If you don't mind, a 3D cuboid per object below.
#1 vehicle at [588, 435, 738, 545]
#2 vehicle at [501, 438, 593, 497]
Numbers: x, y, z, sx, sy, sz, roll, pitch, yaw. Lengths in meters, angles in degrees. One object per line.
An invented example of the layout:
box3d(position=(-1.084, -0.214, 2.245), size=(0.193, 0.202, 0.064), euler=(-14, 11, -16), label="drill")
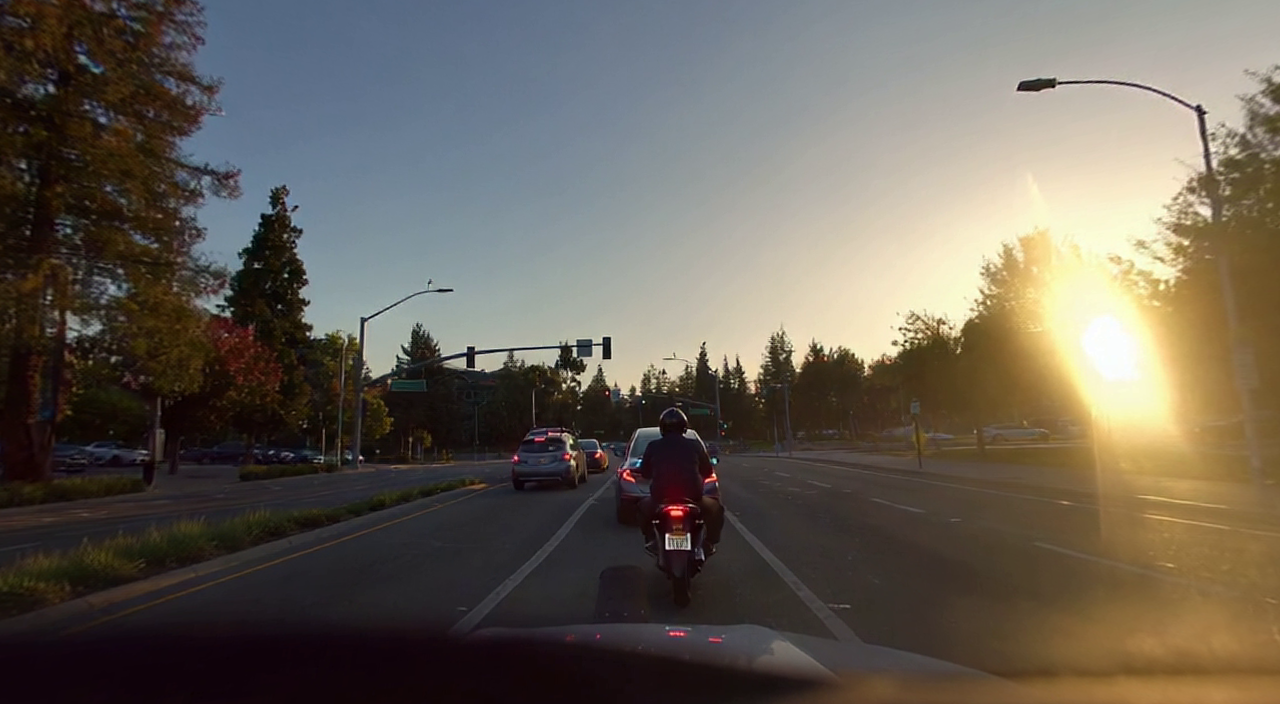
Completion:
box3d(position=(0.336, 2.196, 10.832), size=(2.009, 1.450, 4.608), euler=(-1, -8, 1), label="vehicle")
box3d(position=(-2.547, 3.284, 18.294), size=(1.979, 1.499, 3.840), euler=(-1, -8, 2), label="vehicle")
